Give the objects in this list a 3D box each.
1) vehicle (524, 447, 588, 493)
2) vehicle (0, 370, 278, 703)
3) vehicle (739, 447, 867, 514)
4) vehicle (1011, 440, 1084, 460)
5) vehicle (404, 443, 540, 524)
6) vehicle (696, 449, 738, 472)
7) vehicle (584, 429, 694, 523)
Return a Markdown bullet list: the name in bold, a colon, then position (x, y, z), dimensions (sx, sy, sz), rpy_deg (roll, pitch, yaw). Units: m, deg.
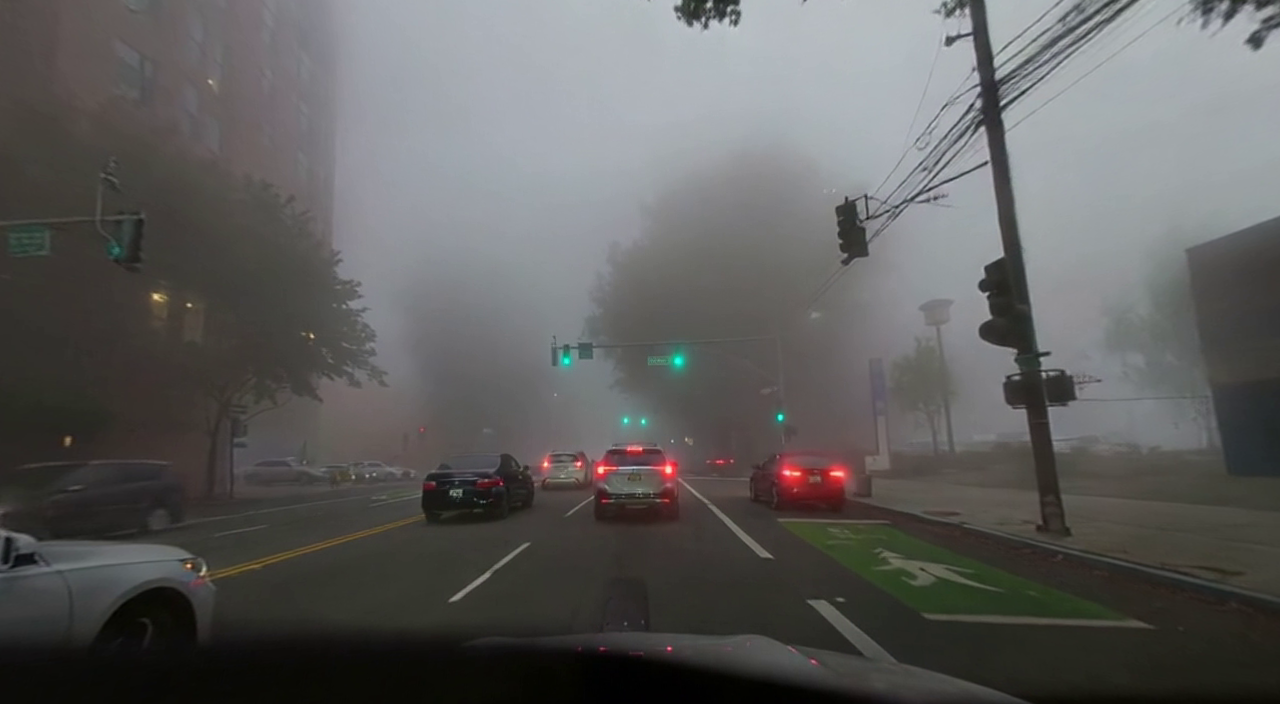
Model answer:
- **vehicle**: position (-3.241, 4.594, 24.983), dimensions (1.894, 1.642, 3.861), rpy_deg (0, -8, 1)
- **vehicle**: position (-3.336, 0.794, 1.683), dimensions (1.975, 1.624, 4.481), rpy_deg (0, -8, 1)
- **vehicle**: position (3.941, 3.170, 16.155), dimensions (1.986, 1.457, 4.566), rpy_deg (0, -8, -1)
- **vehicle**: position (31.720, 7.659, 49.161), dimensions (4.169, 1.475, 2.059), rpy_deg (-2, -9, 11)
- **vehicle**: position (-3.696, 2.936, 14.738), dimensions (1.886, 1.599, 4.247), rpy_deg (0, -8, 2)
- **vehicle**: position (5.702, 7.946, 46.242), dimensions (1.878, 1.526, 4.736), rpy_deg (-3, -9, 21)
- **vehicle**: position (0.001, 2.654, 14.015), dimensions (2.075, 1.770, 4.018), rpy_deg (0, -8, 1)
